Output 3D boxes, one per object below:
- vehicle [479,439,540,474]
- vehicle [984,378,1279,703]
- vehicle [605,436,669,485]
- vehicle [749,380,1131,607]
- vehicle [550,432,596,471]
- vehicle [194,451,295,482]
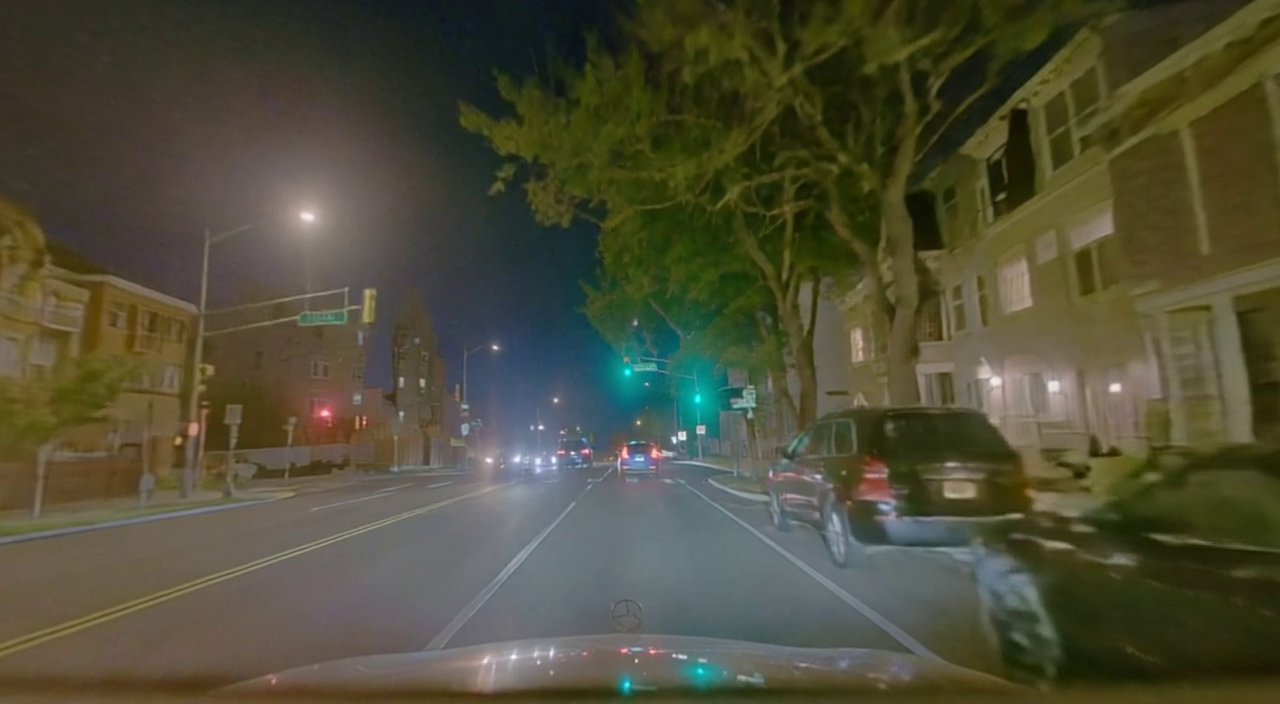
[{"bbox_3d":[-6.442,5.206,31.655,2.048,1.601,5.047,0,-8,-1],"label":"vehicle"},{"bbox_3d":[2.932,0.743,1.274,1.842,1.511,4.565,0,-8,-1],"label":"vehicle"},{"bbox_3d":[-0.174,3.704,21.803,1.998,1.518,4.015,0,-8,-2],"label":"vehicle"},{"bbox_3d":[2.808,1.471,7.446,2.066,1.796,4.719,0,-8,-2],"label":"vehicle"},{"bbox_3d":[-3.347,5.072,32.161,1.983,1.841,4.013,0,-8,-1],"label":"vehicle"},{"bbox_3d":[-23.138,6.693,36.928,4.537,1.755,1.933,0,-8,0],"label":"vehicle"}]
